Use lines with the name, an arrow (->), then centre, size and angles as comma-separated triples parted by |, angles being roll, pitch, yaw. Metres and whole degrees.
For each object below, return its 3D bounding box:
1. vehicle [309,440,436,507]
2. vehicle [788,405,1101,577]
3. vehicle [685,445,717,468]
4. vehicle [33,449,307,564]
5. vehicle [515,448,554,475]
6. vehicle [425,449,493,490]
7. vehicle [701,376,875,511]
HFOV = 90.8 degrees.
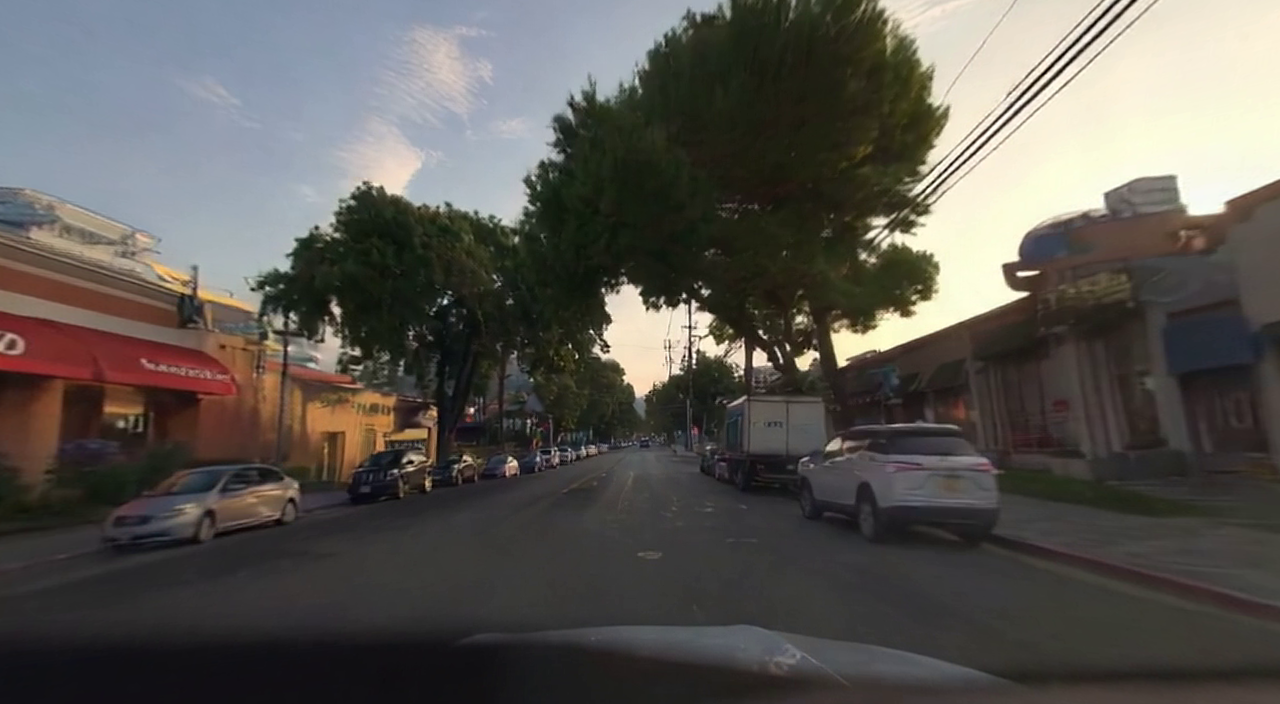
vehicle -> -7.686, 3.498, 18.662 | 1.882, 1.639, 4.187 | -3, -8, 1
vehicle -> 3.778, 1.817, 9.165 | 2.097, 1.784, 4.915 | 0, -8, 0
vehicle -> 4.377, 7.534, 45.857 | 1.990, 1.521, 4.693 | -1, -8, 2
vehicle -> -7.830, 2.524, 11.135 | 1.704, 1.464, 4.089 | -3, -8, 0
vehicle -> -7.131, 7.411, 42.864 | 1.787, 1.543, 4.052 | -4, -7, 2
vehicle -> -7.556, 4.902, 26.640 | 1.678, 1.468, 3.706 | -4, -8, 1
vehicle -> 4.034, 2.735, 19.783 | 3.011, 3.127, 8.608 | -3, -7, -2
